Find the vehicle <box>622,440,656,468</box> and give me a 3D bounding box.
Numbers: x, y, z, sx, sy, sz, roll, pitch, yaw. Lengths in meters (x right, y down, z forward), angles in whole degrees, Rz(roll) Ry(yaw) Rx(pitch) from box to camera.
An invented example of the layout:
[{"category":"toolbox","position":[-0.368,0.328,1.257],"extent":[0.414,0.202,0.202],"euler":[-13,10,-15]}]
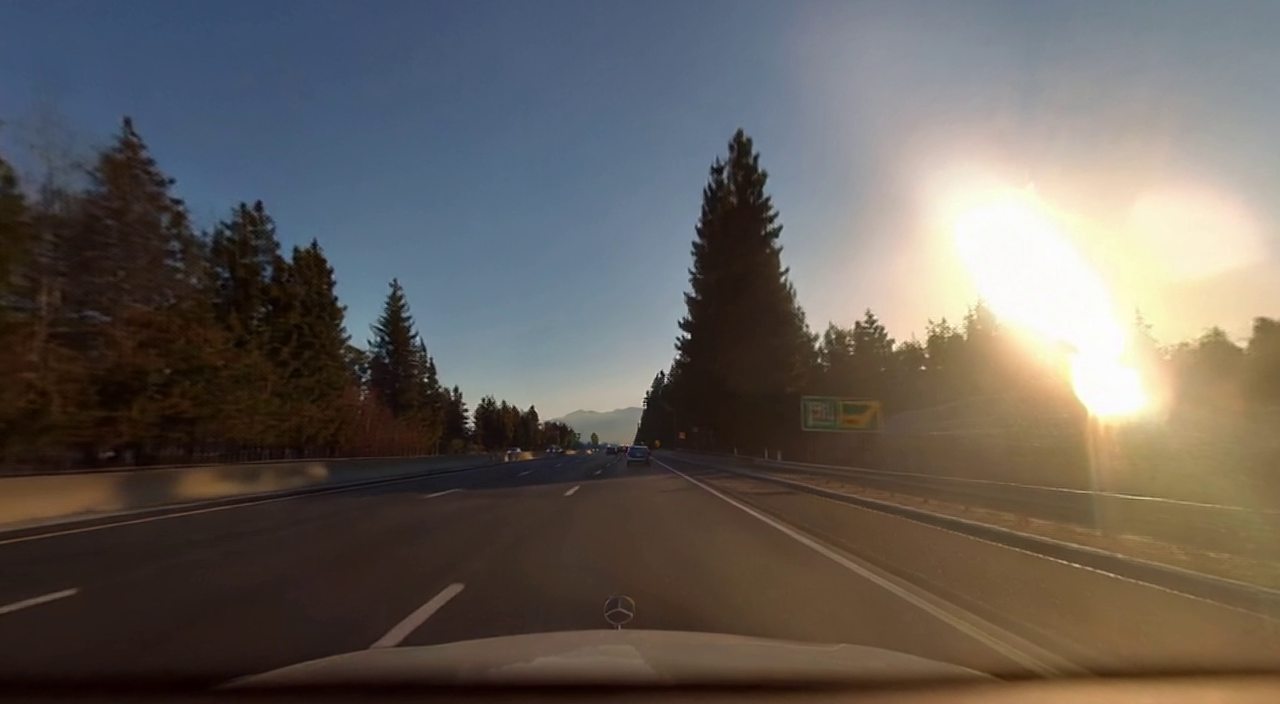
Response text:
[{"category":"vehicle","position":[-0.075,6.602,40.739],"extent":[2.120,1.715,4.153],"euler":[0,-9,-1]}]
